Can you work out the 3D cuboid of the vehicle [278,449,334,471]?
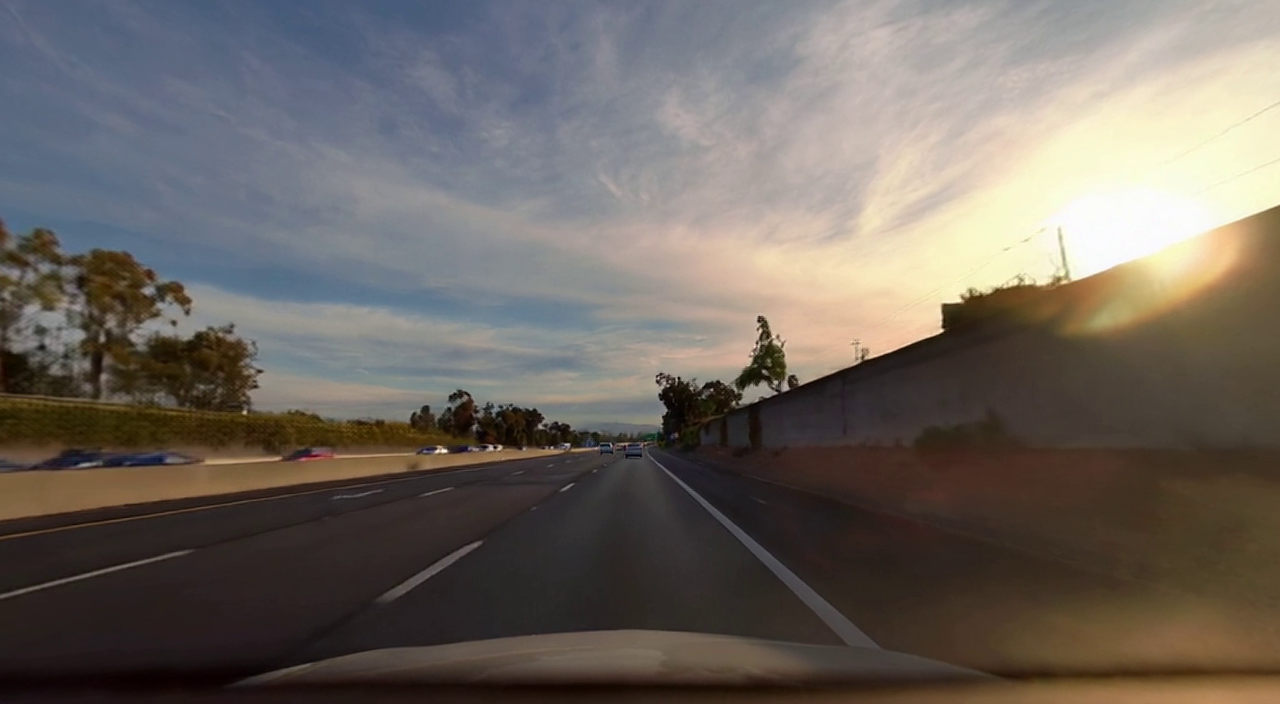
[{"bbox_3d":[-26.160,8.460,49.507,1.899,1.662,4.476,0,-9,1],"label":"vehicle"}]

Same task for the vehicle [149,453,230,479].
[{"bbox_3d":[-30.002,7.581,42.130,1.952,1.600,4.623,0,-9,0],"label":"vehicle"}]

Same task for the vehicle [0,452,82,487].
[{"bbox_3d":[-33.930,6.417,34.770,1.972,1.772,4.648,0,-9,0],"label":"vehicle"}]
